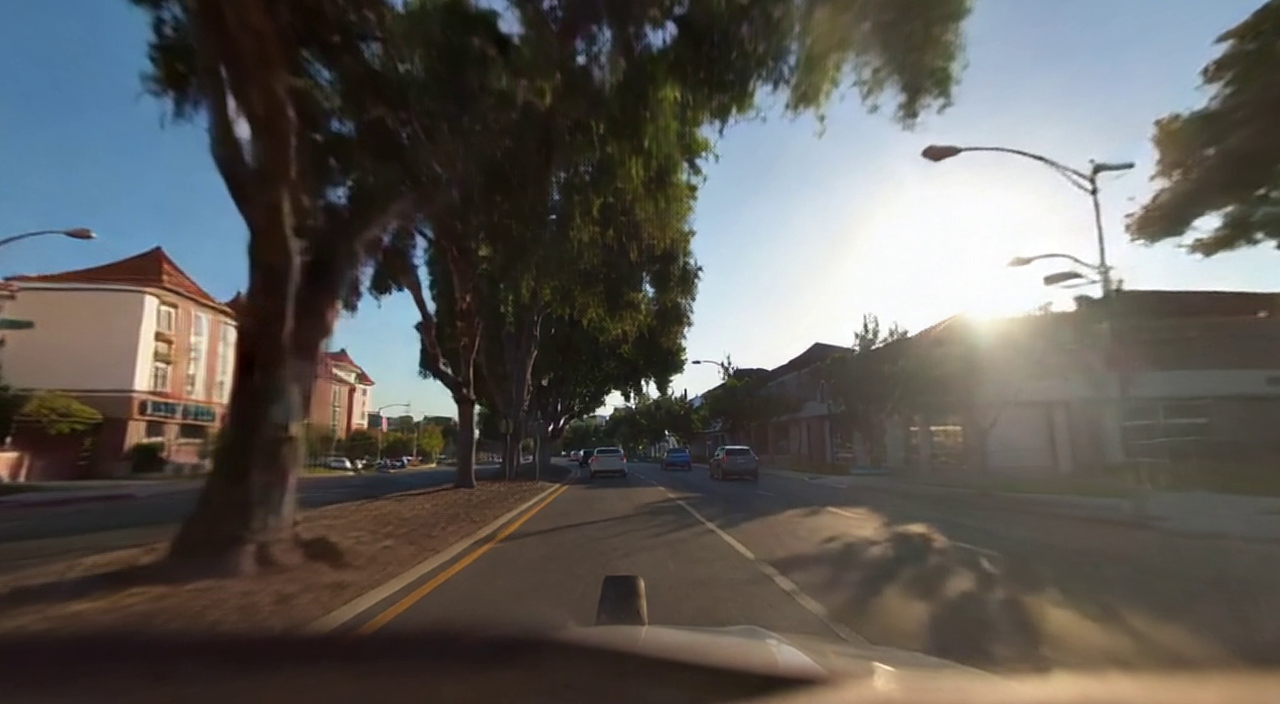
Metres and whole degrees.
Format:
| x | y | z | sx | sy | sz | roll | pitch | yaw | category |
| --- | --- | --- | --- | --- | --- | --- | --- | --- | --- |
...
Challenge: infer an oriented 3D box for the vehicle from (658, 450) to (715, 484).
| x | y | z | sx | sy | sz | roll | pitch | yaw | category |
| --- | --- | --- | --- | --- | --- | --- | --- | --- | --- |
| 2.107 | 5.429 | 30.013 | 1.993 | 1.477 | 4.240 | 0 | -9 | -5 | vehicle |

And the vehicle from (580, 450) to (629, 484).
| x | y | z | sx | sy | sz | roll | pitch | yaw | category |
| --- | --- | --- | --- | --- | --- | --- | --- | --- | --- |
| -1.664 | 5.311 | 29.494 | 2.101 | 1.444 | 4.248 | 0 | -9 | -4 | vehicle |

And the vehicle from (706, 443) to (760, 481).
| x | y | z | sx | sy | sz | roll | pitch | yaw | category |
| --- | --- | --- | --- | --- | --- | --- | --- | --- | --- |
| 5.276 | 6.353 | 36.654 | 2.052 | 1.990 | 4.736 | 0 | -9 | -4 | vehicle |
